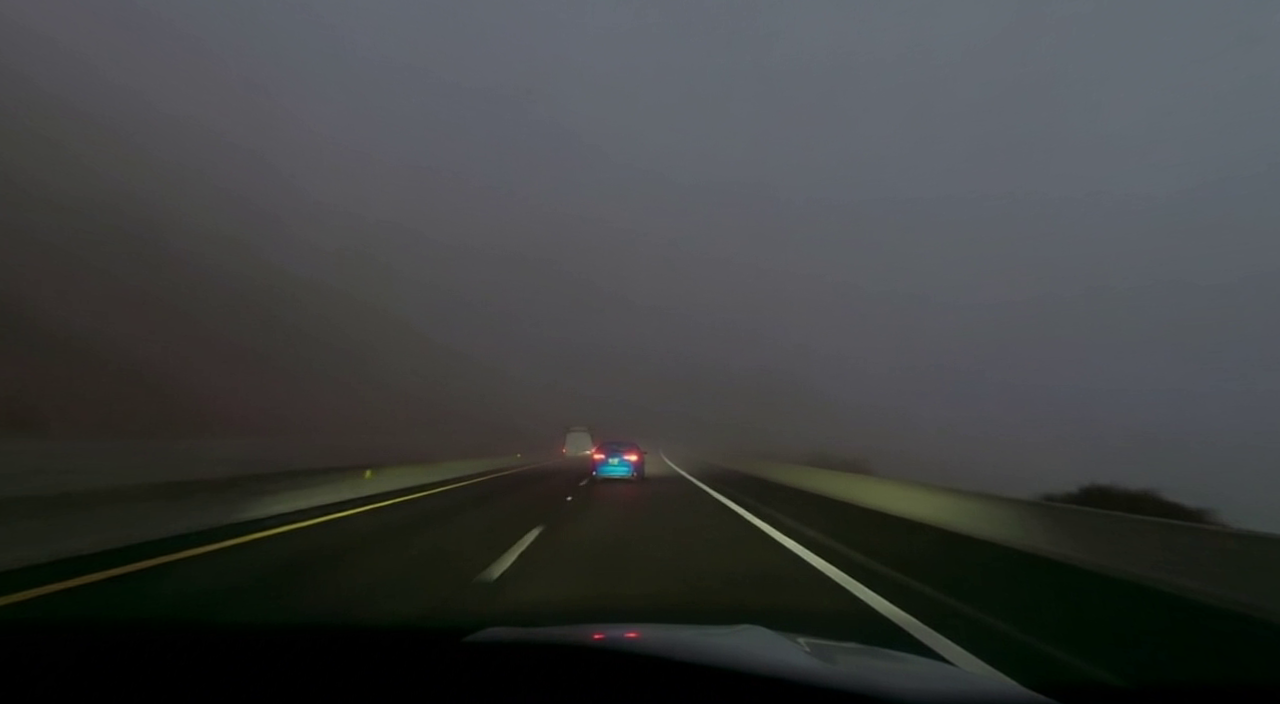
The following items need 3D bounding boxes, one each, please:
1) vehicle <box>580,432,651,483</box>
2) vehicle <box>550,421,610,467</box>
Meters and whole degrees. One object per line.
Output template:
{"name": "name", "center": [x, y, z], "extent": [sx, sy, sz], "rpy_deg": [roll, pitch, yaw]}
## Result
{"name": "vehicle", "center": [-0.686, 3.484, 21.075], "extent": [2.097, 1.511, 4.585], "rpy_deg": [0, -8, 1]}
{"name": "vehicle", "center": [-2.996, 4.793, 32.876], "extent": [2.444, 2.204, 5.568], "rpy_deg": [0, -9, 1]}
